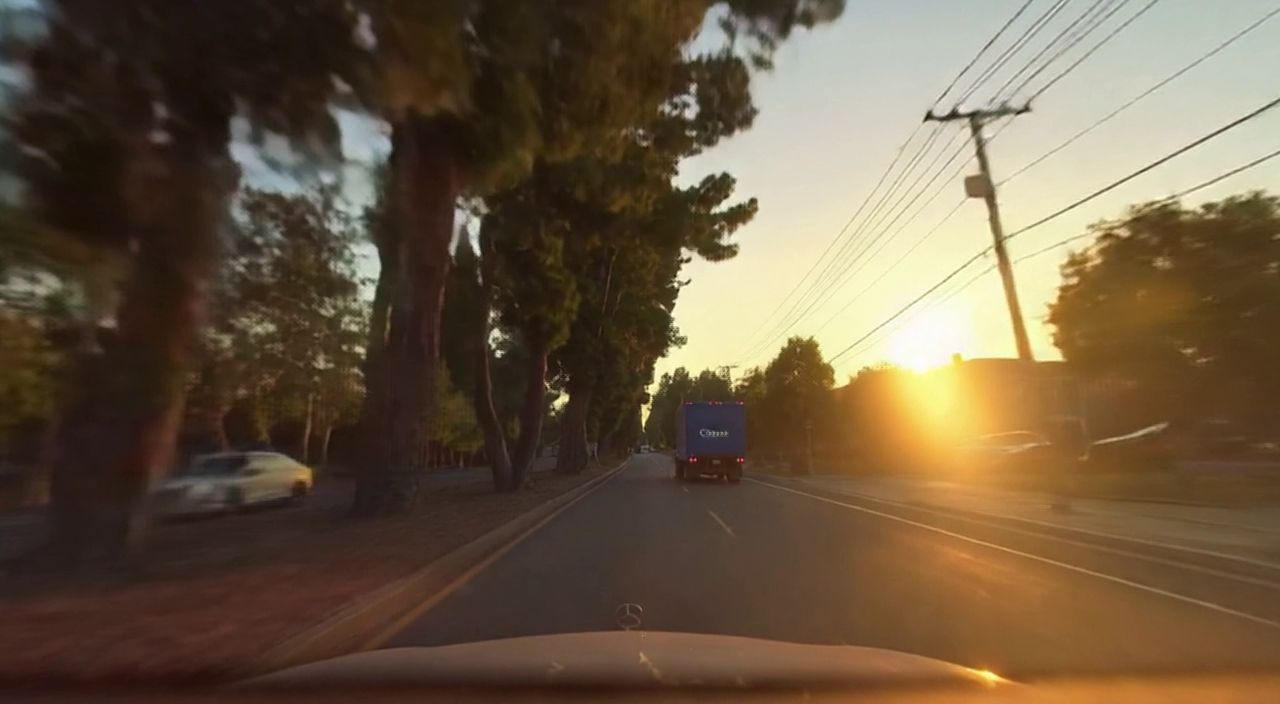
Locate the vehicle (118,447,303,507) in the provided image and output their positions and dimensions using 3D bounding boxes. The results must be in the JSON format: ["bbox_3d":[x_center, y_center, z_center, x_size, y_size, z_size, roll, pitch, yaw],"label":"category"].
[{"bbox_3d":[-12.223,3.538,18.379,1.950,1.501,4.807,0,-8,1],"label":"vehicle"}]

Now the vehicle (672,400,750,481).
[{"bbox_3d":[3.646,4.943,34.789,2.973,3.848,9.336,0,-8,-1],"label":"vehicle"}]
